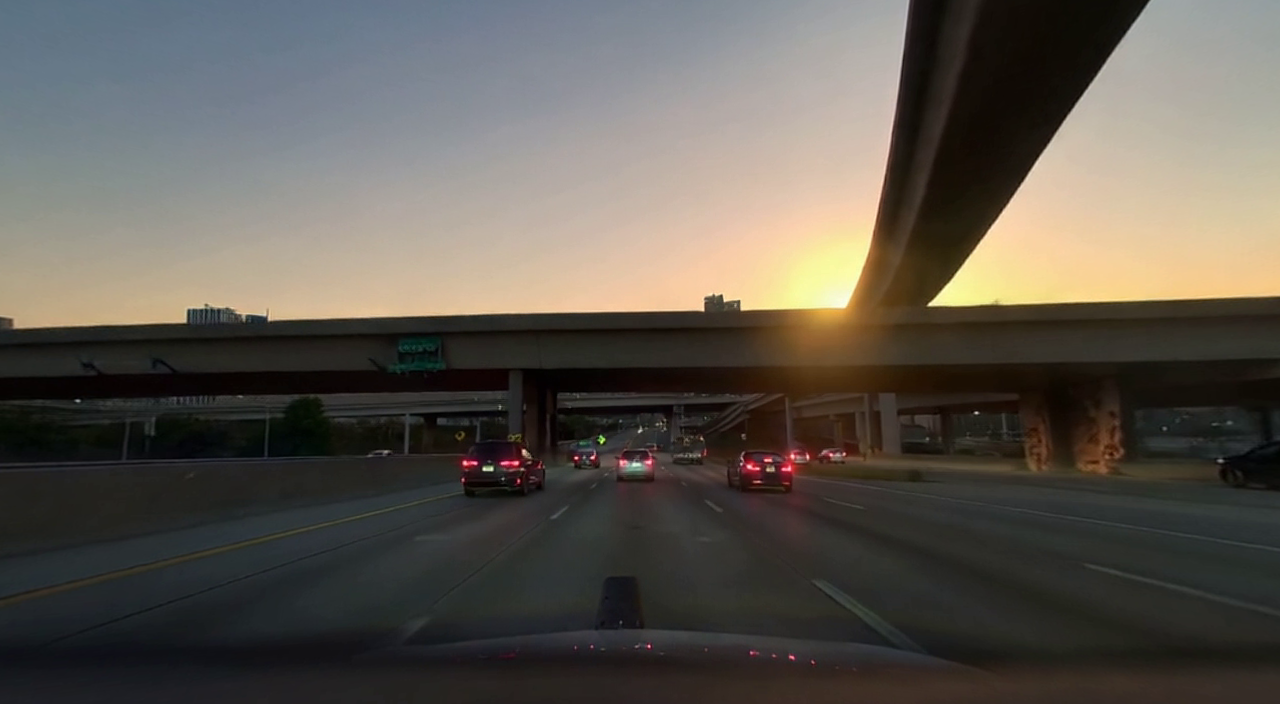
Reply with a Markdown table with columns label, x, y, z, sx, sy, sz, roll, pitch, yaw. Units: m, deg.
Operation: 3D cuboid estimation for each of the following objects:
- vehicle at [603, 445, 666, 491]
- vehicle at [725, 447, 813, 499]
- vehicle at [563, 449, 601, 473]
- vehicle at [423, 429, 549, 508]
| label | x | y | z | sx | sy | sz | roll | pitch | yaw |
| --- | --- | --- | --- | --- | --- | --- | --- | --- | --- |
| vehicle | -0.154 | 4.160 | 22.892 | 2.089 | 1.493 | 3.964 | 0 | -9 | 1 |
| vehicle | 4.020 | 3.828 | 20.329 | 1.974 | 1.490 | 3.994 | 0 | -9 | 0 |
| vehicle | -3.618 | 6.849 | 39.880 | 1.868 | 1.431 | 4.055 | 0 | -9 | 2 |
| vehicle | -3.948 | 3.070 | 17.111 | 2.142 | 1.819 | 4.648 | 0 | -9 | 1 |
